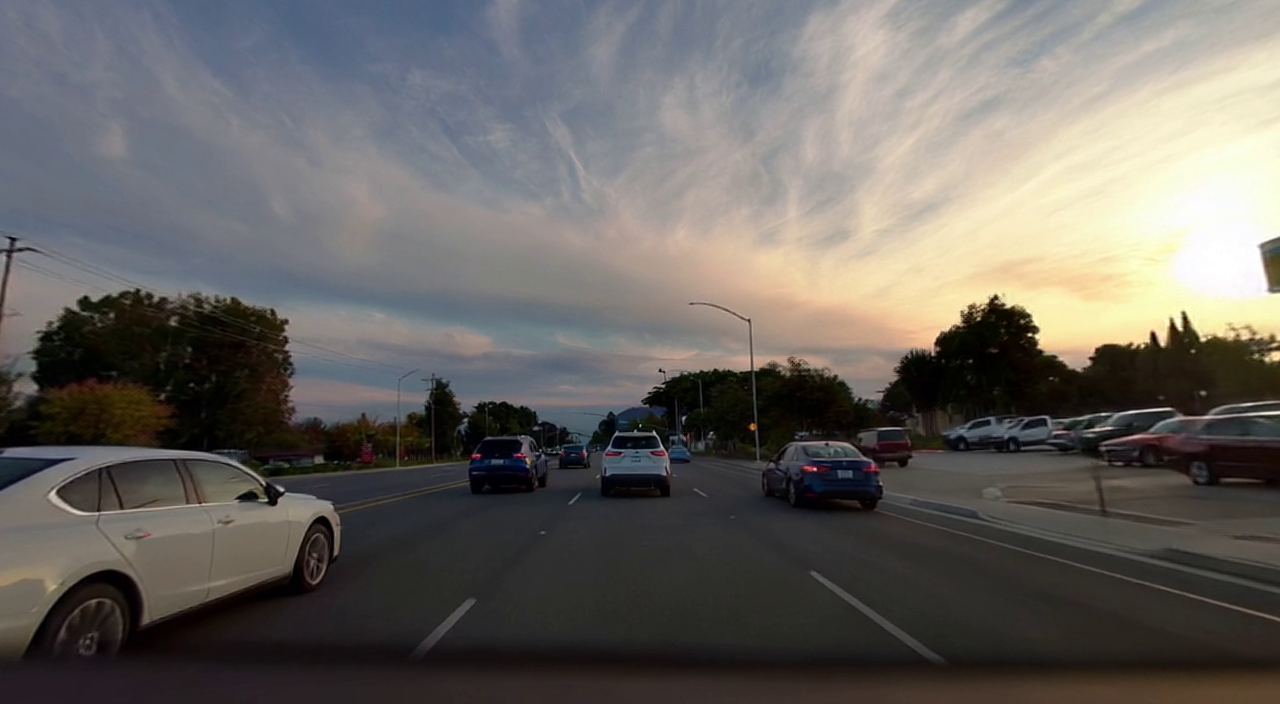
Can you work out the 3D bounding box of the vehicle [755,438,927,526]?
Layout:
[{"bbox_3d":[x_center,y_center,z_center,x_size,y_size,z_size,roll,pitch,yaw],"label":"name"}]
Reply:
[{"bbox_3d":[3.791,2.522,12.925,1.888,1.456,4.589,0,-8,-2],"label":"vehicle"}]

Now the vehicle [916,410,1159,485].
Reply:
[{"bbox_3d":[12.306,3.042,19.948,5.966,1.991,2.353,-9,-12,43],"label":"vehicle"}]

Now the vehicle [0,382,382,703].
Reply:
[{"bbox_3d":[-3.590,1.191,4.427,1.864,1.574,4.031,0,-8,0],"label":"vehicle"}]

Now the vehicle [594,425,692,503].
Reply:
[{"bbox_3d":[0.047,2.938,16.968,2.279,1.803,4.254,0,-8,-1],"label":"vehicle"}]

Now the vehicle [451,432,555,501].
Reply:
[{"bbox_3d":[-3.668,3.145,17.755,1.932,1.695,4.150,0,-8,1],"label":"vehicle"}]

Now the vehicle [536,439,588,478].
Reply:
[{"bbox_3d":[-3.524,4.876,29.132,1.871,1.673,3.920,0,-8,0],"label":"vehicle"}]

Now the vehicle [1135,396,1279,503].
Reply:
[{"bbox_3d":[11.626,1.714,11.170,1.918,1.765,4.668,0,-8,0],"label":"vehicle"}]
